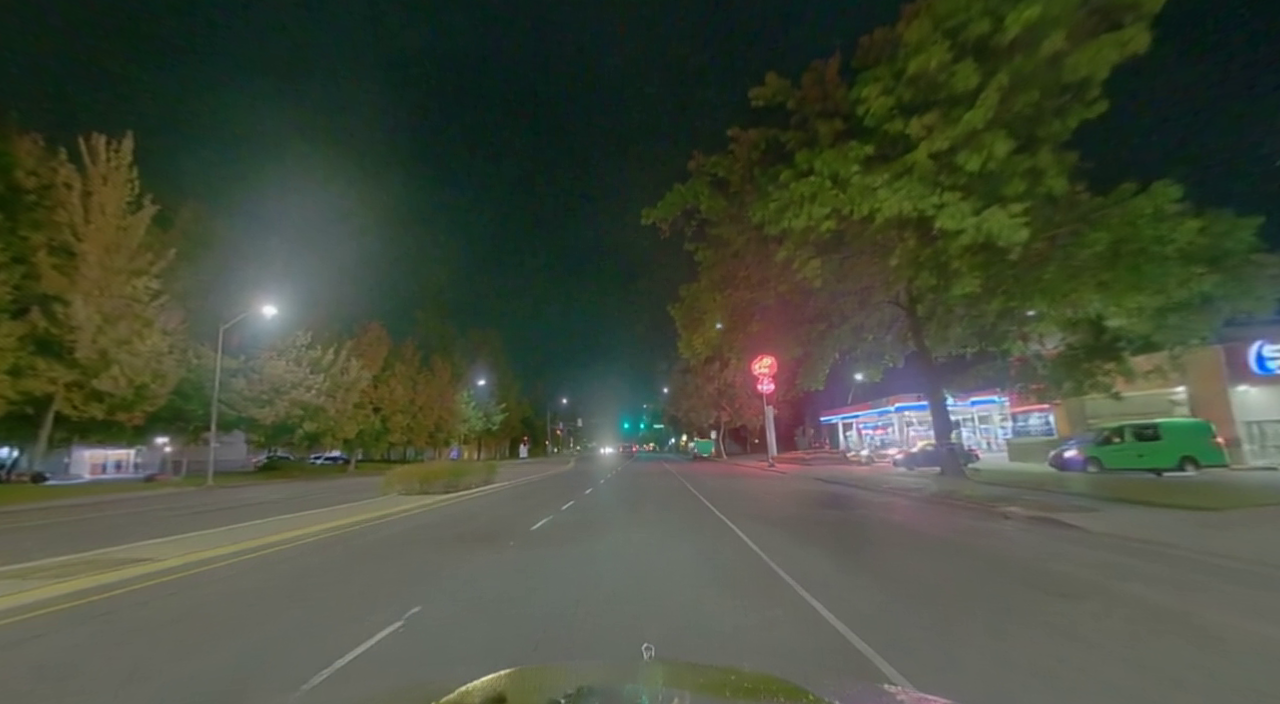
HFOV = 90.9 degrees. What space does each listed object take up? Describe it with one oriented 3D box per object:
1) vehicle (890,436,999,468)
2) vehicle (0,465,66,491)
[{"bbox_3d":[15.318,5.047,31.804,4.510,1.517,2.035,2,-9,-12],"label":"vehicle"},{"bbox_3d":[-39.319,7.945,39.873,1.784,1.385,4.365,0,-8,0],"label":"vehicle"}]
